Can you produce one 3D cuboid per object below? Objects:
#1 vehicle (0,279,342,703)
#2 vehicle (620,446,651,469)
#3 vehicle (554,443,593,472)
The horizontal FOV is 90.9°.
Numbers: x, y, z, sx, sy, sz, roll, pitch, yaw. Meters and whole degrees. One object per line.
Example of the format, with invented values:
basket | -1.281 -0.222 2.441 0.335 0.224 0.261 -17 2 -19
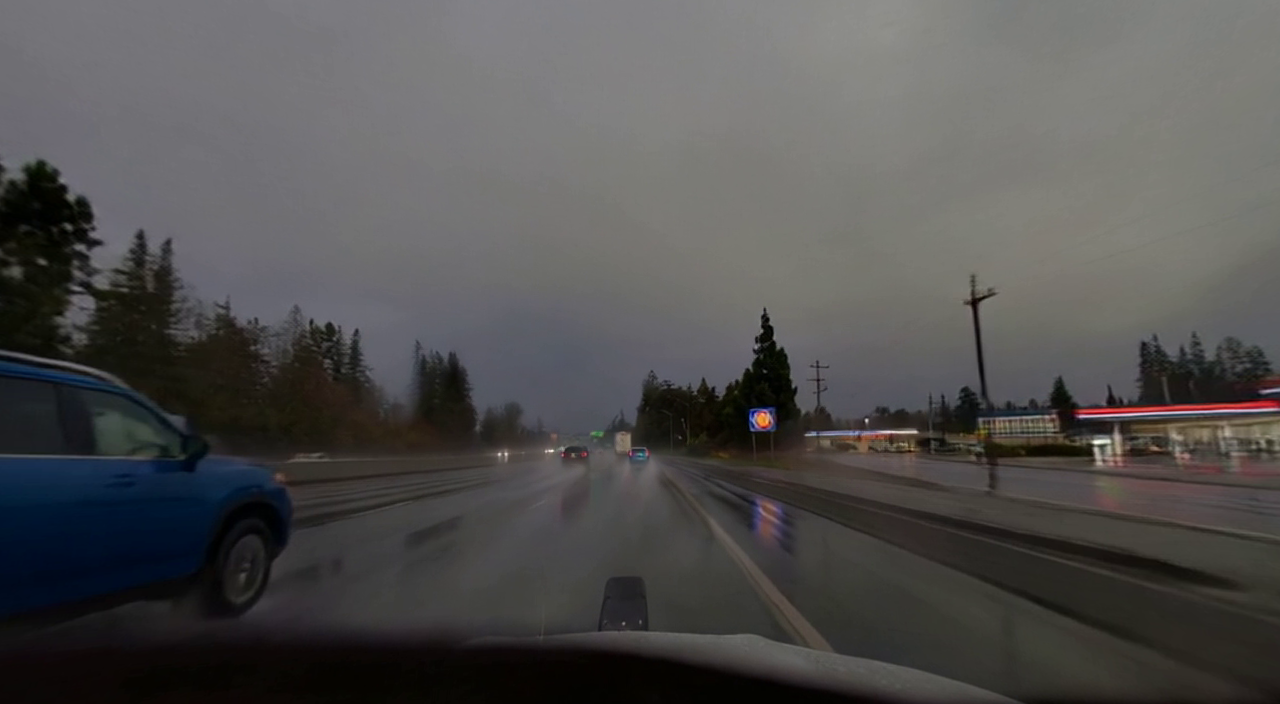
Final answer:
vehicle | -4.139 0.706 2.580 2.694 2.081 6.099 0 -8 2
vehicle | -0.361 7.401 44.412 1.982 1.524 3.800 0 -8 -2
vehicle | -4.667 7.501 45.051 2.273 1.884 4.515 0 -8 0
